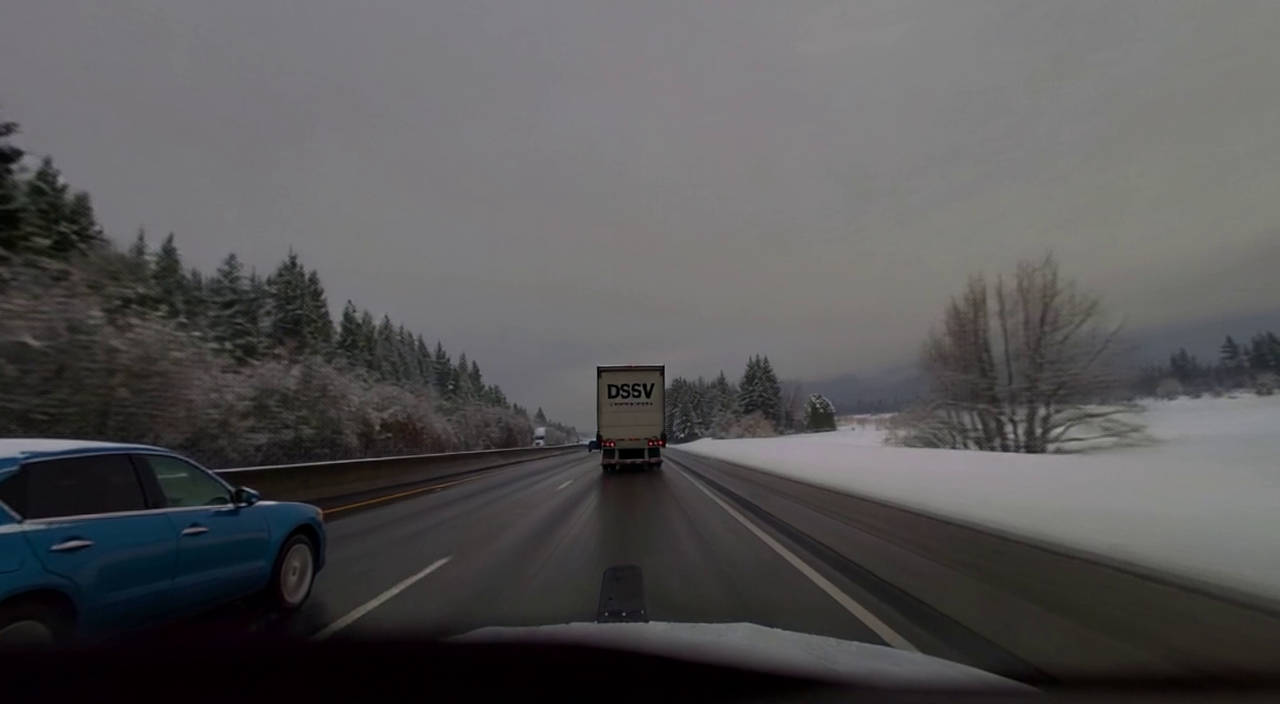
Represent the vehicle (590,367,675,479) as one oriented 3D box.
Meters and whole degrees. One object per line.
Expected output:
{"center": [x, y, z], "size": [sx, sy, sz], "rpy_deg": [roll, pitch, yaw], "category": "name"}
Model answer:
{"center": [-0.410, 3.217, 27.438], "size": [2.969, 3.957, 10.270], "rpy_deg": [0, -8, -2], "category": "vehicle"}
